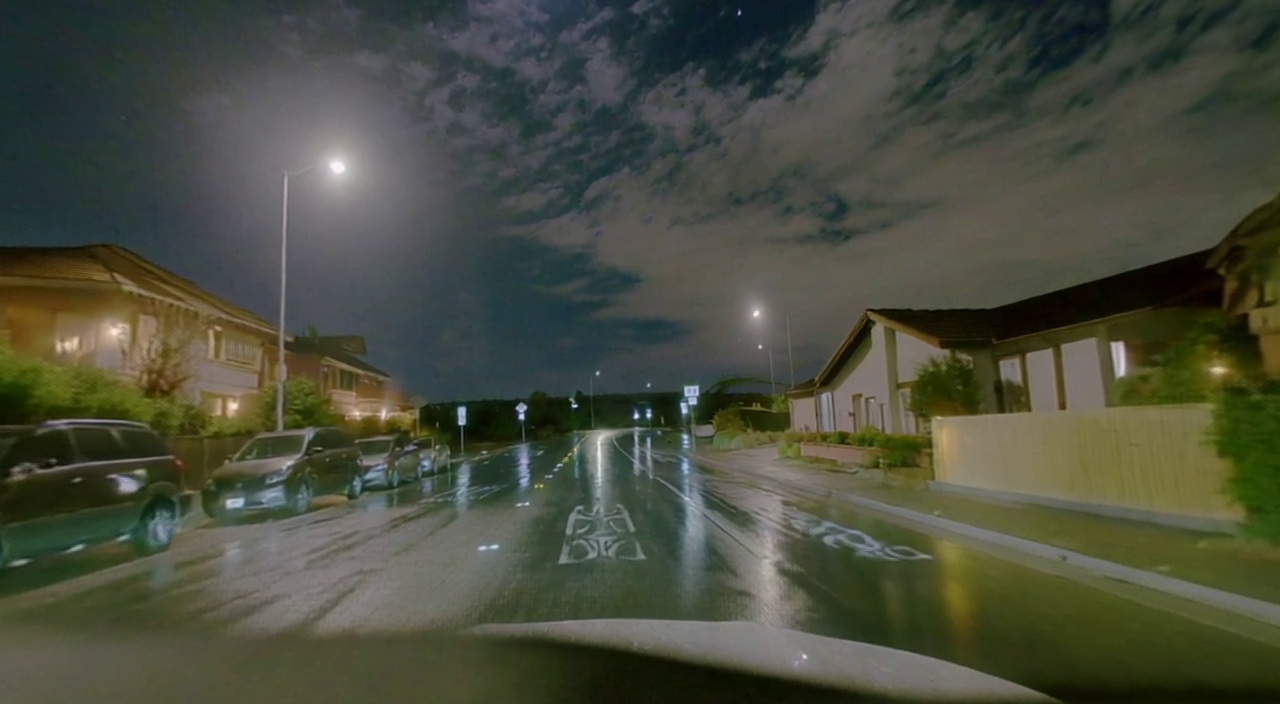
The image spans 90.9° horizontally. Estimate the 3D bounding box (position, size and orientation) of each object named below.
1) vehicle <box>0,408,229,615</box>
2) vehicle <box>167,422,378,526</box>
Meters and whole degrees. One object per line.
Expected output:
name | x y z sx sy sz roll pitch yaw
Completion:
vehicle | -6.741 1.556 6.717 2.147 1.780 4.165 0 -8 -5
vehicle | -7.231 2.379 13.073 1.865 1.750 4.507 0 -7 -4
